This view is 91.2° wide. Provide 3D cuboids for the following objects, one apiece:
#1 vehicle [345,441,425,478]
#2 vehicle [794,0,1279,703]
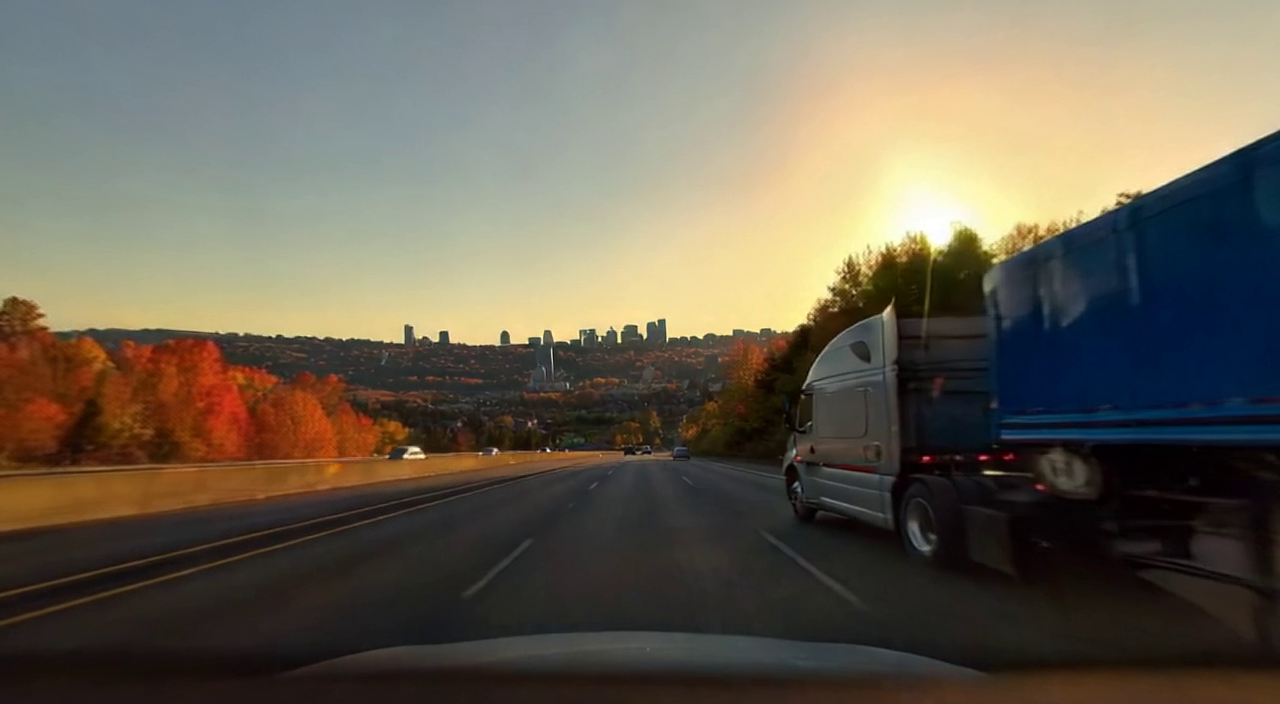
[{"bbox_3d":[-11.984,5.084,29.816,1.931,1.603,4.362,0,-9,0],"label":"vehicle"},{"bbox_3d":[4.146,-0.352,1.844,3.003,3.880,16.814,0,-9,-1],"label":"vehicle"}]
